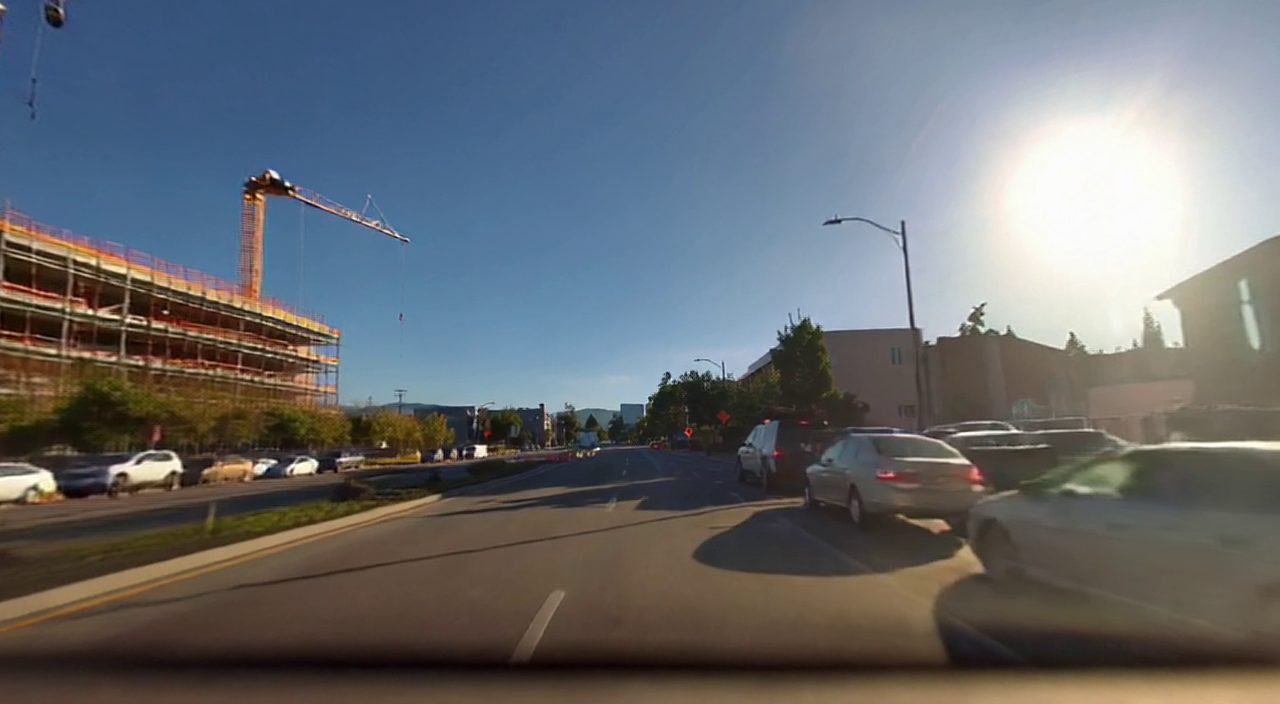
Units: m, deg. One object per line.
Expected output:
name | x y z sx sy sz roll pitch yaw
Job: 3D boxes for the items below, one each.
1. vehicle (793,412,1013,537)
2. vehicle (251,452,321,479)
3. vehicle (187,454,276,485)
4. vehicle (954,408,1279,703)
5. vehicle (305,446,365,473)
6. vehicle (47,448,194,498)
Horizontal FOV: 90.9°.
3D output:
vehicle | 4.163 2.002 10.912 1.916 1.701 4.358 0 -8 0
vehicle | -21.539 6.881 38.538 1.746 1.447 4.448 0 -8 0
vehicle | -21.494 6.153 33.363 1.834 1.441 4.416 0 -8 -2
vehicle | 3.995 1.081 3.580 2.003 1.442 4.606 0 -8 -1
vehicle | -21.625 7.608 44.987 1.941 1.743 5.264 0 -8 -4
vehicle | -21.465 4.964 26.385 2.027 1.855 4.908 0 -8 -1
